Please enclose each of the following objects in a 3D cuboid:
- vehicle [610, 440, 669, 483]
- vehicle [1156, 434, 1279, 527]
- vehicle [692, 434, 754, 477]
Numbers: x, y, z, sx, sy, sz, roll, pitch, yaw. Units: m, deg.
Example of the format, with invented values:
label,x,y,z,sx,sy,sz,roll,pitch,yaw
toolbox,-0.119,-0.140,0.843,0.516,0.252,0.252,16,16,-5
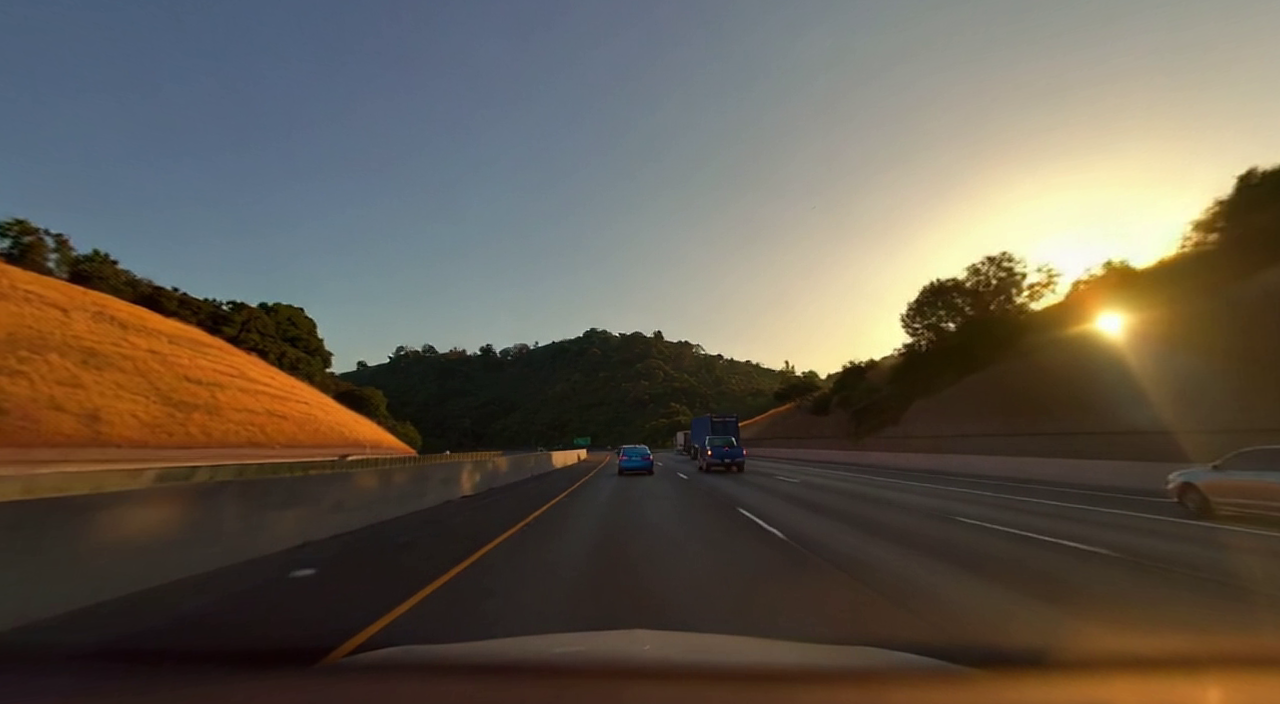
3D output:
label,x,y,z,sx,sy,sz,roll,pitch,yaw
vehicle,-0.070,4.143,24.101,2.083,1.477,3.965,0,-9,-1
vehicle,11.056,2.043,10.045,1.945,1.451,4.397,0,-9,-1
vehicle,3.686,4.692,28.947,2.098,1.794,4.561,0,-9,-2
